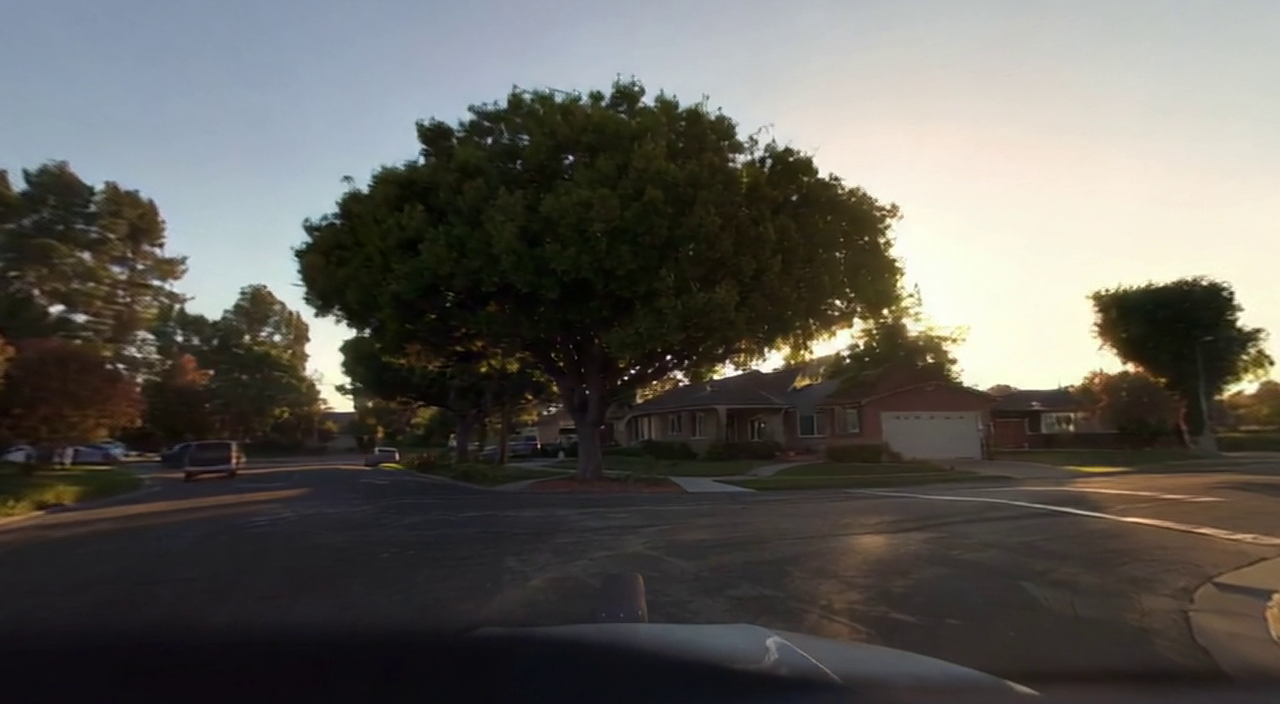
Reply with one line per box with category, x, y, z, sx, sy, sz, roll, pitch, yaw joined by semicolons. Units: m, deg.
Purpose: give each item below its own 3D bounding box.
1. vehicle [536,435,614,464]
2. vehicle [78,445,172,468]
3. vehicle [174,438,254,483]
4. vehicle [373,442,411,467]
vehicle;-3.849;5.777;37.474;4.241;1.597;1.833;4;-10;-25
vehicle;-34.741;7.028;42.790;4.526;1.487;1.766;4;-10;-25
vehicle;-19.024;4.828;28.443;2.152;1.826;4.725;4;-10;-25
vehicle;-17.360;7.146;44.170;2.109;1.676;4.037;4;-10;-25
